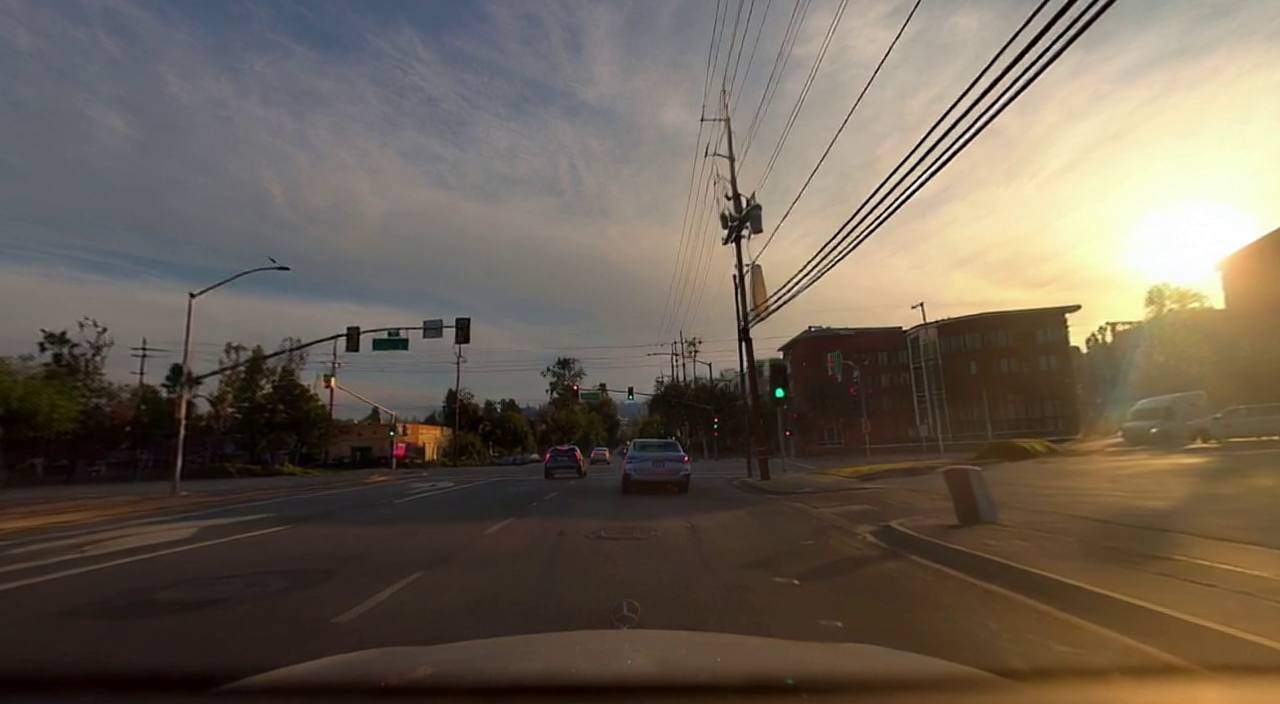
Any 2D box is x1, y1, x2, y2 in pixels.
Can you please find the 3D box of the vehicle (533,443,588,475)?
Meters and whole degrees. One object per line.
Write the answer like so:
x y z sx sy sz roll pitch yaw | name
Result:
-3.871 5.287 31.536 2.153 1.474 4.284 0 -9 1 | vehicle

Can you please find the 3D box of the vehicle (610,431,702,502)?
0.370 2.974 16.810 2.156 1.636 3.923 0 -9 0 | vehicle
